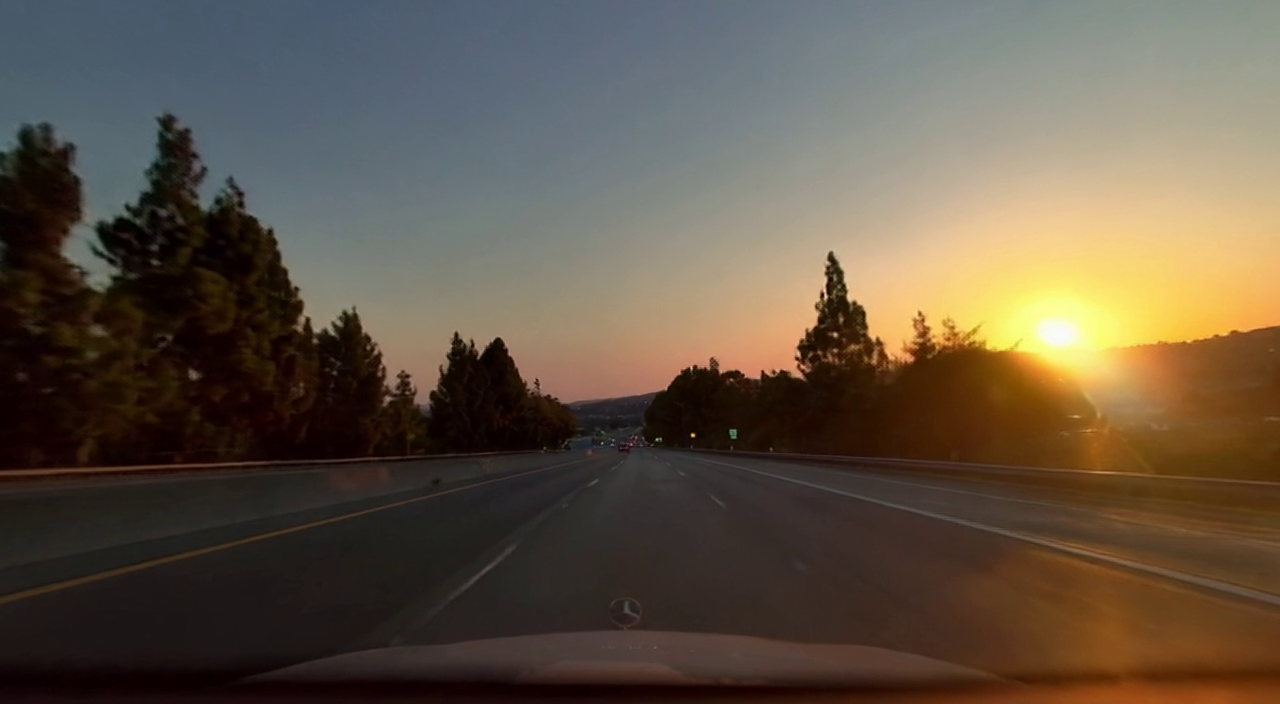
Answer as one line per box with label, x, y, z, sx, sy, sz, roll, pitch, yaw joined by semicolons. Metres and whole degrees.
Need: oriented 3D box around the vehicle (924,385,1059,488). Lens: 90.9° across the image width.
vehicle;13.666;3.347;24.937;3.229;3.713;3.639;-1;-8;5
